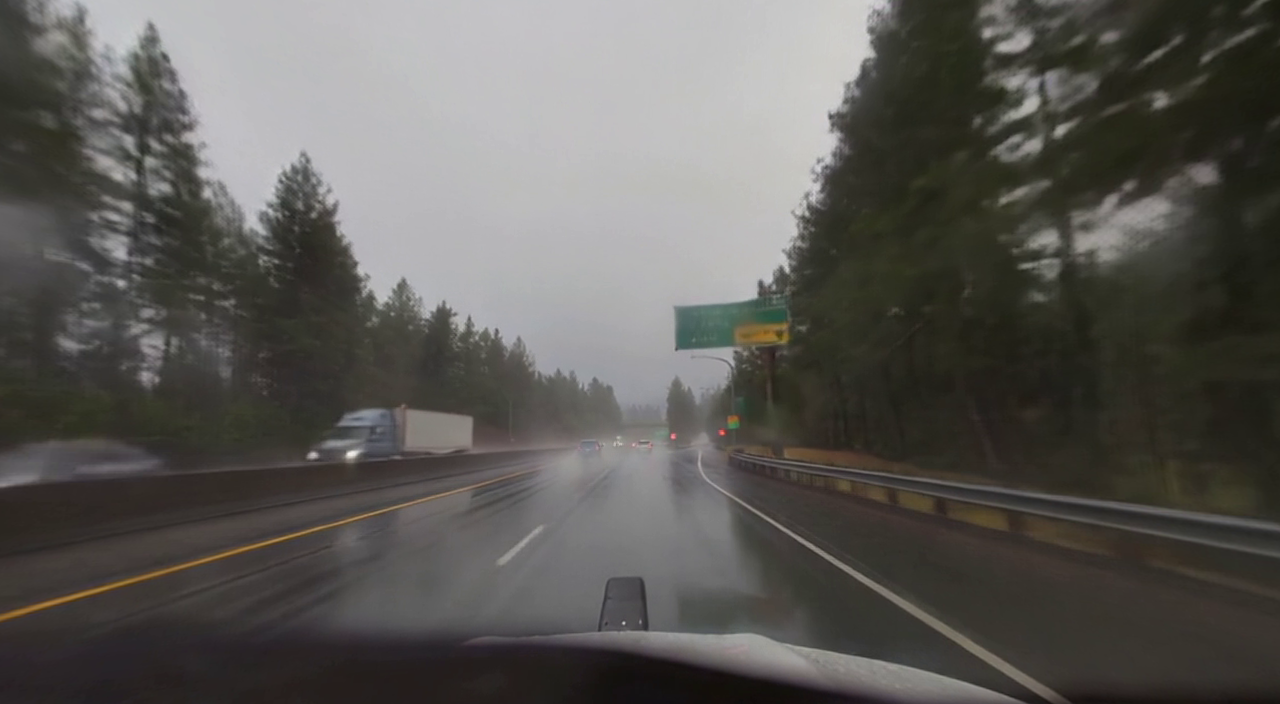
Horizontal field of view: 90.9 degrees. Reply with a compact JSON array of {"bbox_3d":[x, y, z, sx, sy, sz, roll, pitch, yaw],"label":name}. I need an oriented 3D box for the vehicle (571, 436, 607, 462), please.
[{"bbox_3d":[-3.604,6.936,45.070,2.129,1.742,4.217,0,-8,1],"label":"vehicle"}]

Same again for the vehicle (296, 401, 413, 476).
[{"bbox_3d":[-17.112,5.343,38.745,3.004,4.024,8.629,0,-8,0],"label":"vehicle"}]
